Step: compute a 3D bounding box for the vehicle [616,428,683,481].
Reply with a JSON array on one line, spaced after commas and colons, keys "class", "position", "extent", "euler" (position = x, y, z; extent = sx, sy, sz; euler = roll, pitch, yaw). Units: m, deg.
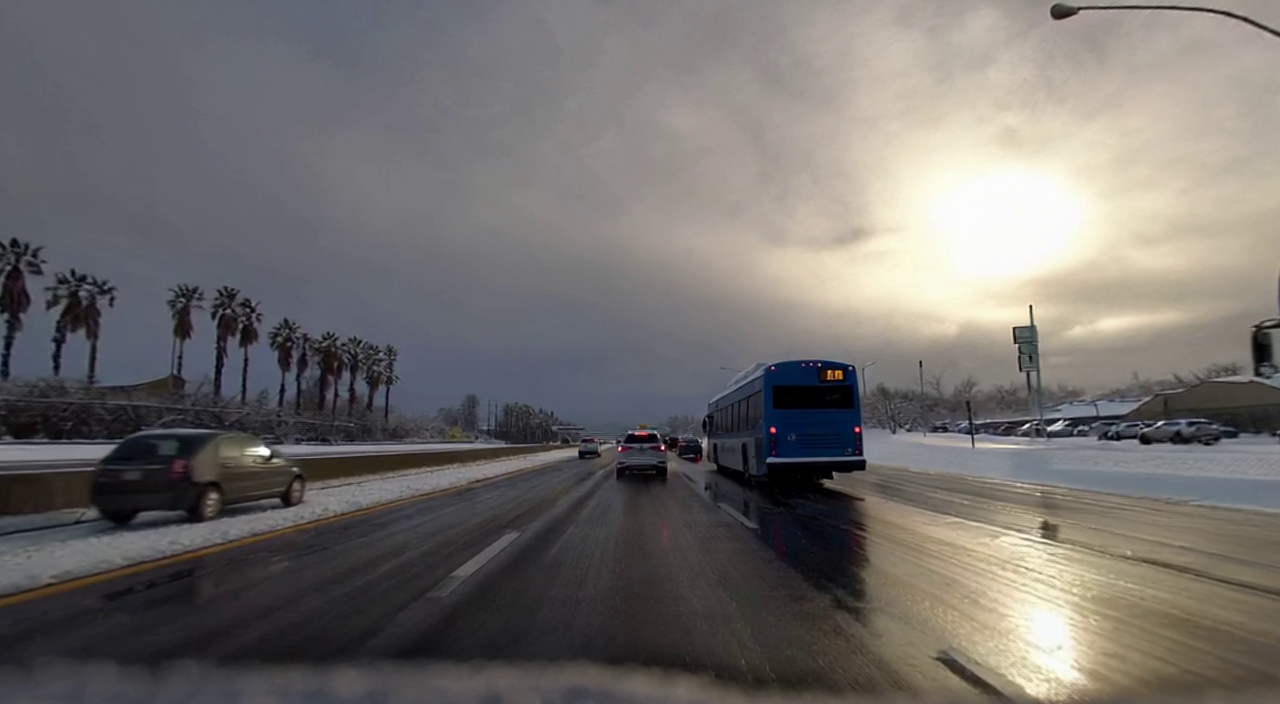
[{"class": "vehicle", "position": [0.341, 3.844, 23.703], "extent": [2.268, 1.796, 4.280], "euler": [0, -9, 1]}]

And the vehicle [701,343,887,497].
[{"class": "vehicle", "position": [4.286, 2.646, 21.945], "extent": [3.020, 3.622, 14.302], "euler": [0, -9, 0]}]

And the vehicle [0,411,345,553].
[{"class": "vehicle", "position": [-7.181, 1.976, 10.260], "extent": [2.291, 1.729, 4.879], "euler": [0, -9, 1]}]

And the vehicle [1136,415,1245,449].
[{"class": "vehicle", "position": [30.701, 4.561, 35.369], "extent": [2.003, 1.777, 4.990], "euler": [-1, -9, 6]}]
